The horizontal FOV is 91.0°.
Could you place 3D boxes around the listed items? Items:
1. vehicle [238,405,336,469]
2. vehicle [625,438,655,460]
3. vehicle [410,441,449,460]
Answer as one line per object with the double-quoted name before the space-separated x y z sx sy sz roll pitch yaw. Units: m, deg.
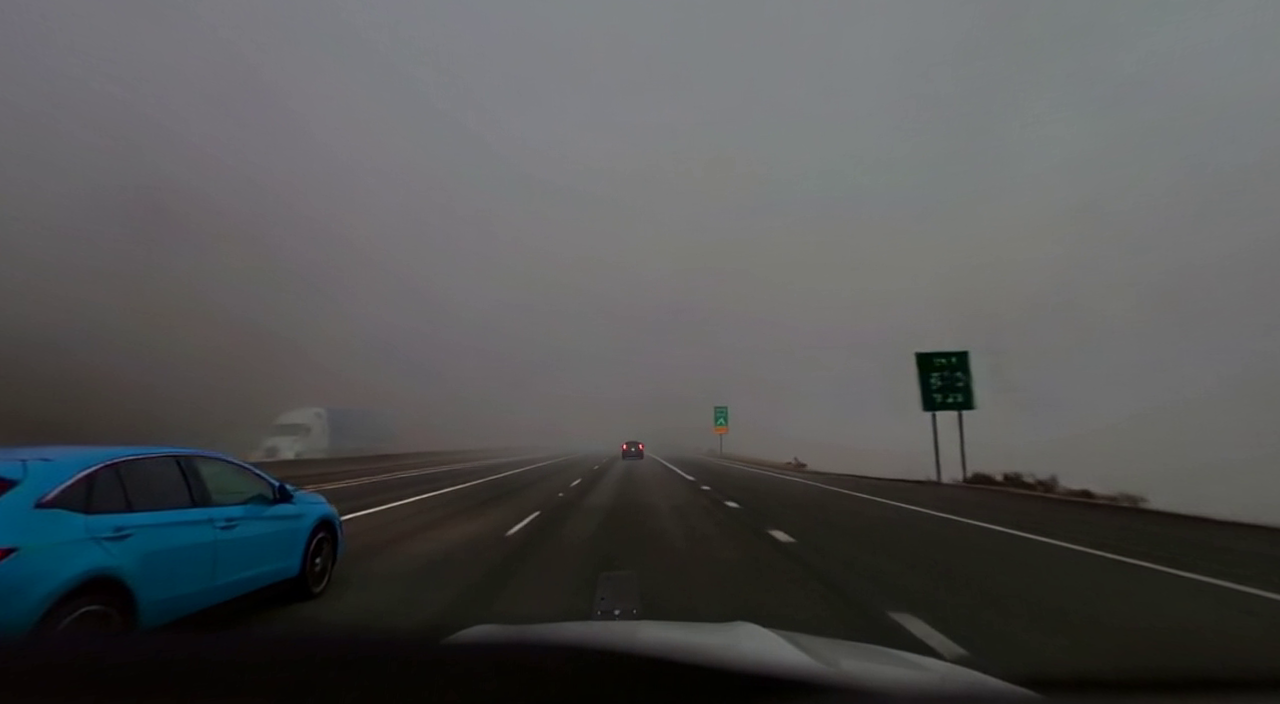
"vehicle" -22.956 5.575 41.371 2.915 3.852 5.920 0 -8 0
"vehicle" -0.034 6.780 43.937 2.028 1.440 3.690 0 -8 -1
"vehicle" -16.515 7.745 49.628 1.759 1.446 3.742 -1 -8 0
